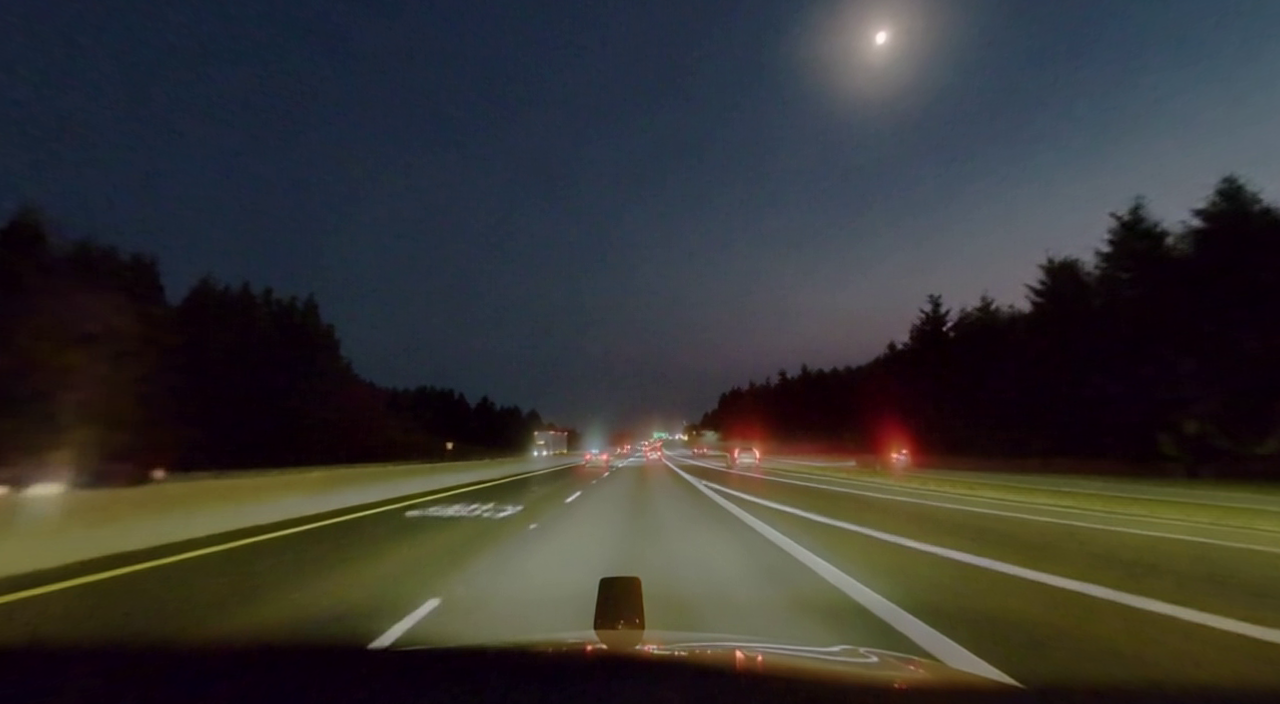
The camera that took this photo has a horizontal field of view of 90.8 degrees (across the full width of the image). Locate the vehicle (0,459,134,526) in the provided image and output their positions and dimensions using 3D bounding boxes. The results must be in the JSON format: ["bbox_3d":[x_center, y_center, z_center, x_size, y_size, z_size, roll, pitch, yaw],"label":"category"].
[{"bbox_3d":[-15.850,3.577,16.368,1.861,1.466,4.266,0,-9,0],"label":"vehicle"}]

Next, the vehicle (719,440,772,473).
[{"bbox_3d":[5.601,5.599,34.049,2.021,1.639,4.203,0,-9,-2],"label":"vehicle"}]

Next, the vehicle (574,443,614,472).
[{"bbox_3d":[-2.763,6.456,38.824,2.037,1.638,4.274,0,-9,1],"label":"vehicle"}]
